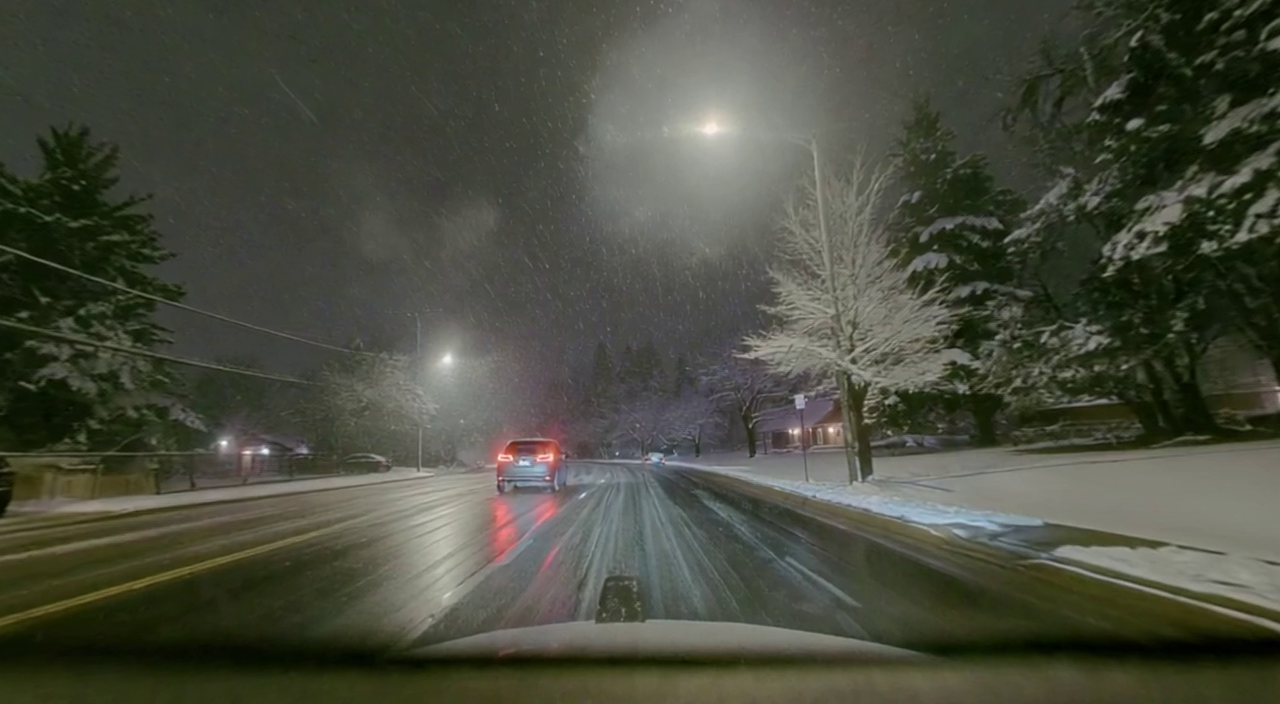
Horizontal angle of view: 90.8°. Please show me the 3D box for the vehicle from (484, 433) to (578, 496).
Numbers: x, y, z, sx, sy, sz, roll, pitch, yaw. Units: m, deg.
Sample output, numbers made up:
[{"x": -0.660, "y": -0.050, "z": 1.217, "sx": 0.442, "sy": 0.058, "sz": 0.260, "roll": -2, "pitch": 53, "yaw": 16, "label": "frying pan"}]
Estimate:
[{"x": -3.332, "y": 3.538, "z": 20.242, "sx": 2.175, "sy": 1.772, "sz": 4.442, "roll": 0, "pitch": -8, "yaw": 0, "label": "vehicle"}]
